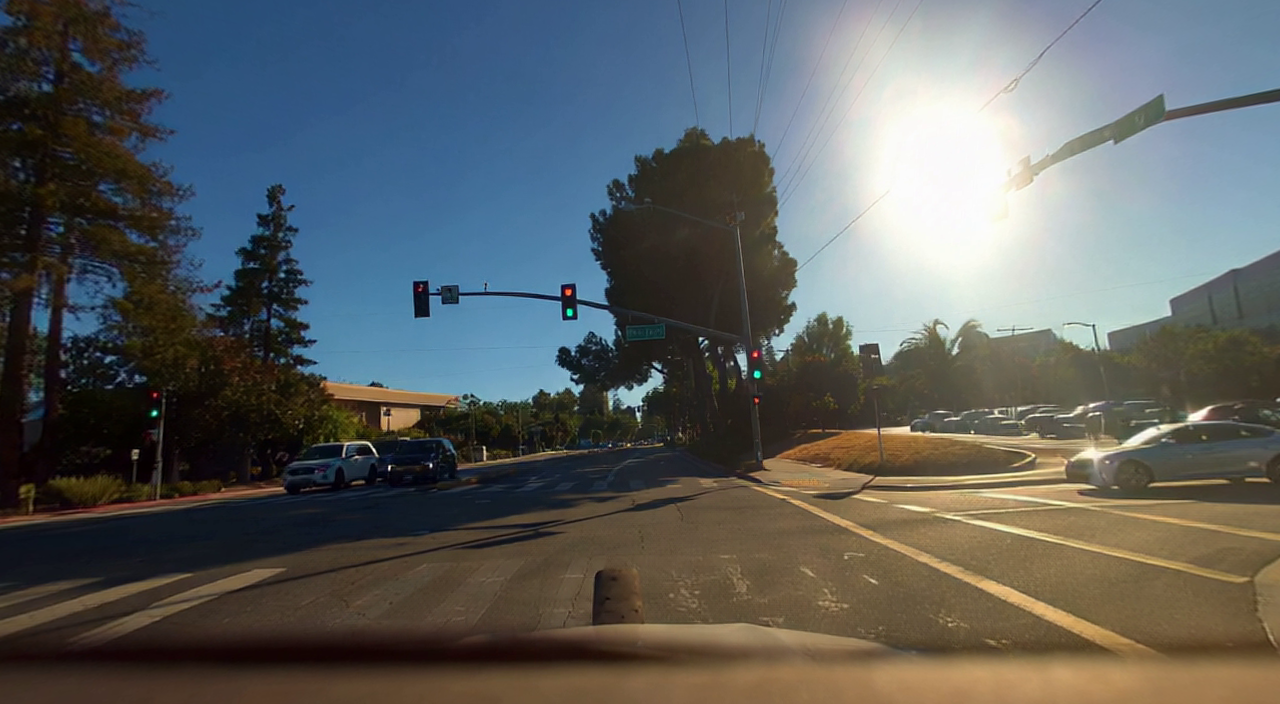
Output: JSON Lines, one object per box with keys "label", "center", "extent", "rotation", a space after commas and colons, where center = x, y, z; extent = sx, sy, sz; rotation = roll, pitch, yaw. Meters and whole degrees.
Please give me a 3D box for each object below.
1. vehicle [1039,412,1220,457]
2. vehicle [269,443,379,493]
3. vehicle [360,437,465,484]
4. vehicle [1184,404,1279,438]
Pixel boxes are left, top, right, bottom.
{"label": "vehicle", "center": [16.912, 2.913, 22.139], "extent": [4.560, 1.453, 1.851], "rotation": [-3, -9, 18]}
{"label": "vehicle", "center": [-13.804, 5.068, 28.046], "extent": [2.306, 1.957, 4.968], "rotation": [0, -9, -1]}
{"label": "vehicle", "center": [-10.175, 4.921, 28.956], "extent": [2.664, 1.940, 5.702], "rotation": [0, -9, 0]}
{"label": "vehicle", "center": [34.785, 4.020, 36.666], "extent": [4.326, 1.511, 1.725], "rotation": [-8, -9, 17]}
